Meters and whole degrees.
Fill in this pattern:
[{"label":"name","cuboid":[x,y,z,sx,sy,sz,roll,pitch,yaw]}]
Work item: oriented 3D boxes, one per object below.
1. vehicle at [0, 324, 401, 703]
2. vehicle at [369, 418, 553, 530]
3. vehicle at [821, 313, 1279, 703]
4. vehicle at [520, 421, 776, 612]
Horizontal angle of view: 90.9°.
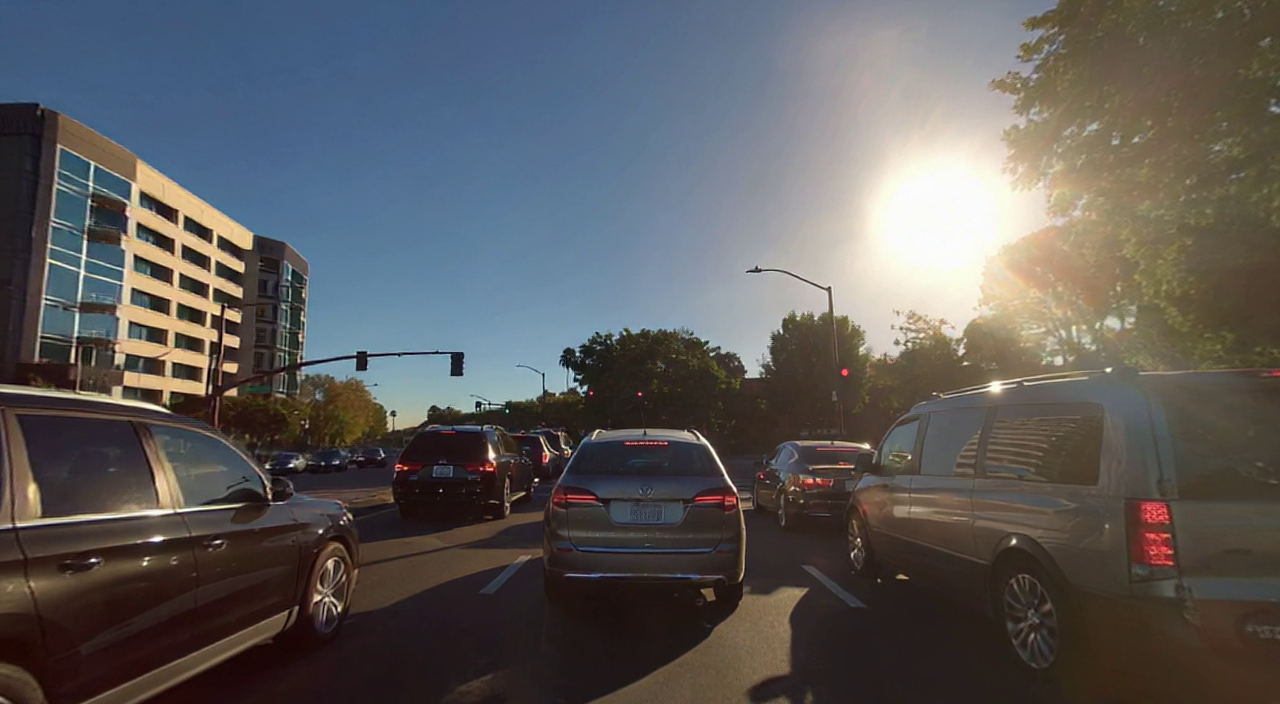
[{"label":"vehicle","cuboid":[-3.118,0.952,3.295,1.982,1.721,4.261,0,-8,1]},{"label":"vehicle","cuboid":[-3.183,2.298,12.445,2.117,1.772,4.619,0,-8,2]},{"label":"vehicle","cuboid":[3.215,1.102,4.728,2.141,1.833,4.704,0,-8,-2]},{"label":"vehicle","cuboid":[0.024,1.596,7.025,2.021,1.490,3.948,0,-8,-1]}]
